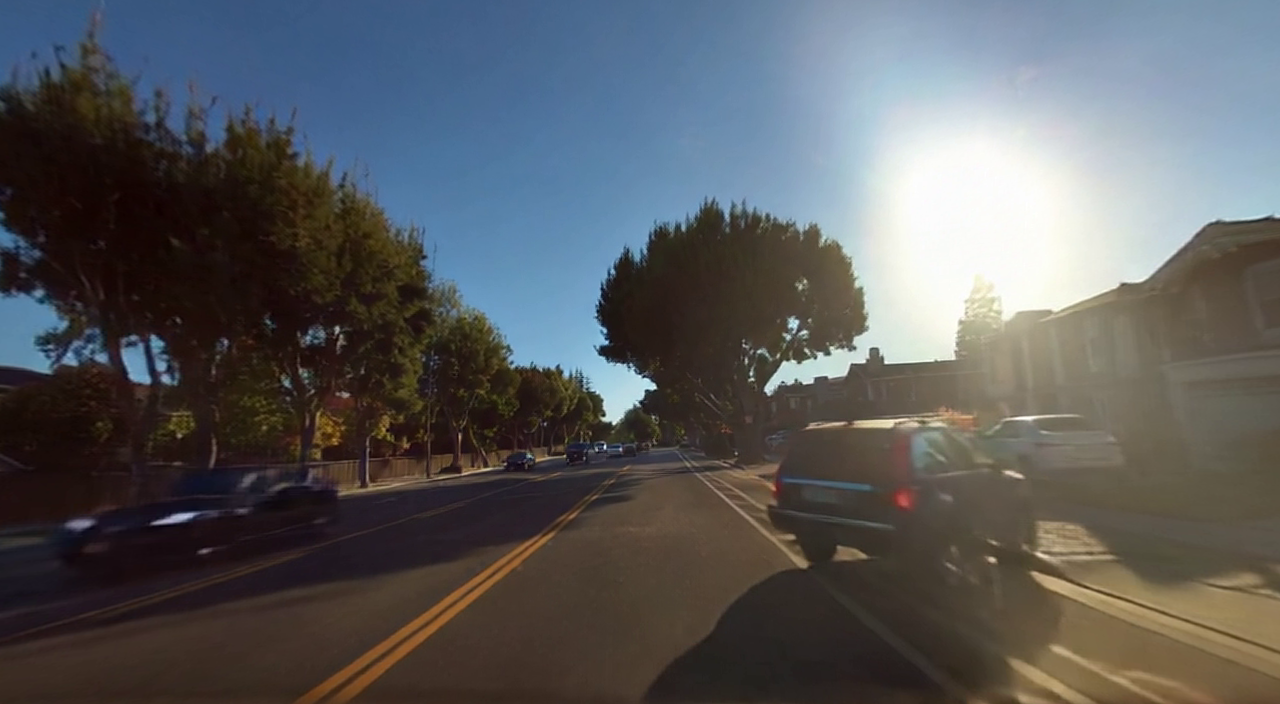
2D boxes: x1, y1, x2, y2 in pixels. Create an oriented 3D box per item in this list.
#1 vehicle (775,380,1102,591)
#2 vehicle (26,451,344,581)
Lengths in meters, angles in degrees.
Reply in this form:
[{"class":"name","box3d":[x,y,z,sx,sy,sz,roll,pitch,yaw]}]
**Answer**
[{"class":"vehicle","box3d":[4.057,1.534,8.131,2.268,1.862,4.724,-8,-12,44]},{"class":"vehicle","box3d":[-6.919,2.468,10.361,1.894,1.476,4.429,-4,-9,2]}]
